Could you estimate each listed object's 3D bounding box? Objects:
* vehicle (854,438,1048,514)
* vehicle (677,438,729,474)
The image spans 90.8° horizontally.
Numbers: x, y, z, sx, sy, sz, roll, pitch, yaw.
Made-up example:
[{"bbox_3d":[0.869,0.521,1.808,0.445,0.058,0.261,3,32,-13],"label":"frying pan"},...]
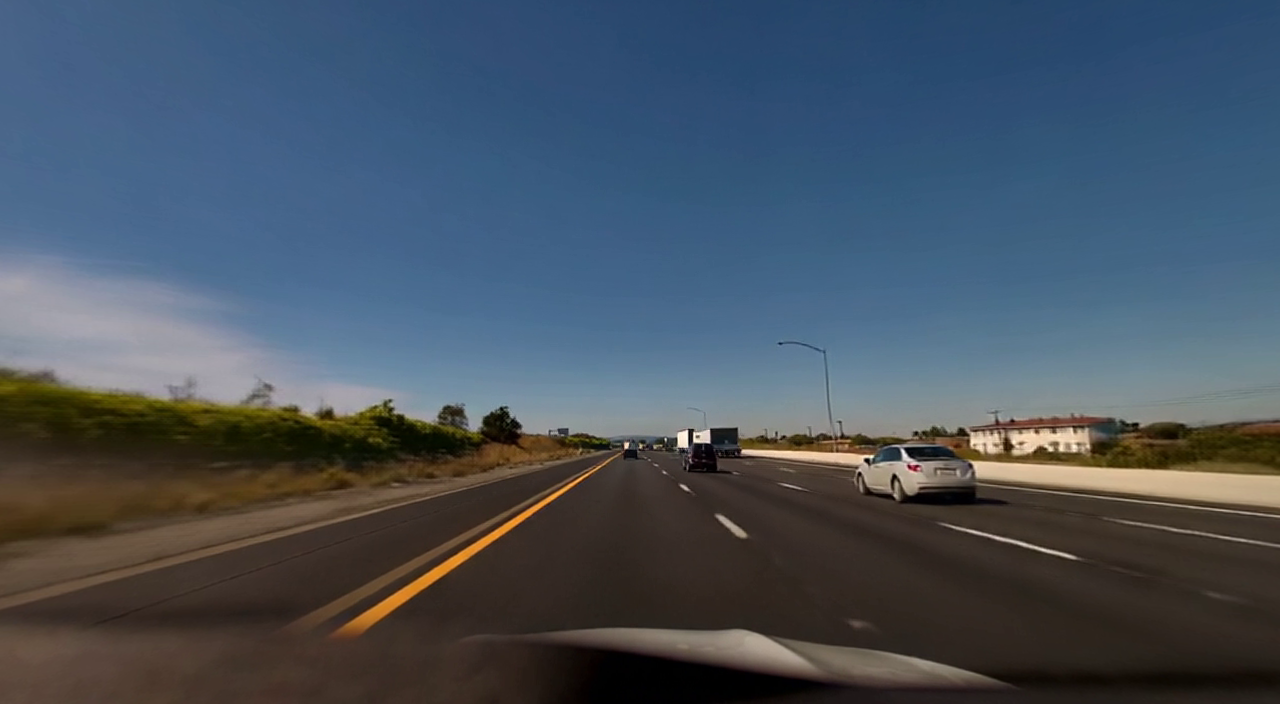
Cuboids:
[{"bbox_3d":[7.081,2.845,15.155,2.046,1.509,4.929,0,-8,-2],"label":"vehicle"},{"bbox_3d":[3.268,5.509,33.760,2.141,1.785,4.778,0,-8,-2],"label":"vehicle"}]
